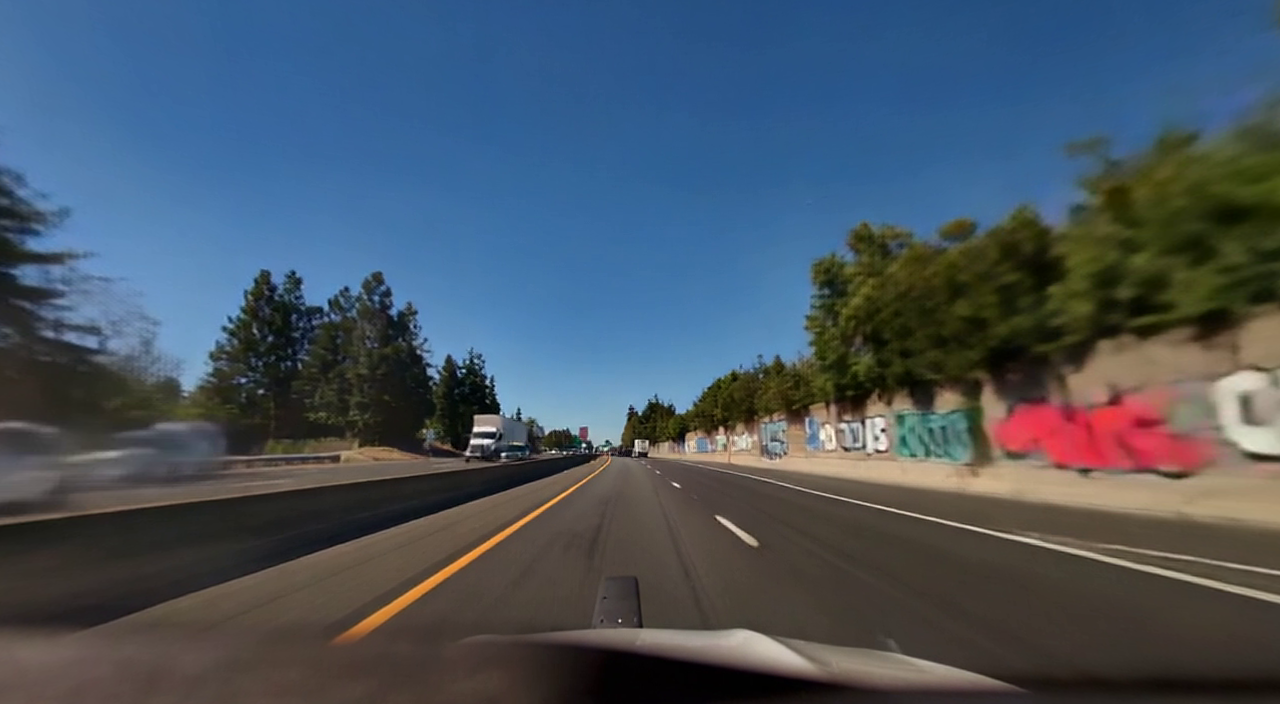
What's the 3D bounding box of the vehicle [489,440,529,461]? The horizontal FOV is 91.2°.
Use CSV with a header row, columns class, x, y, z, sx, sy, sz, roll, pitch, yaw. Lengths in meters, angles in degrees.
class,x,y,z,sx,sy,sz,roll,pitch,yaw
vehicle,-10.013,7.598,48.419,2.121,1.540,4.733,0,-9,-1
